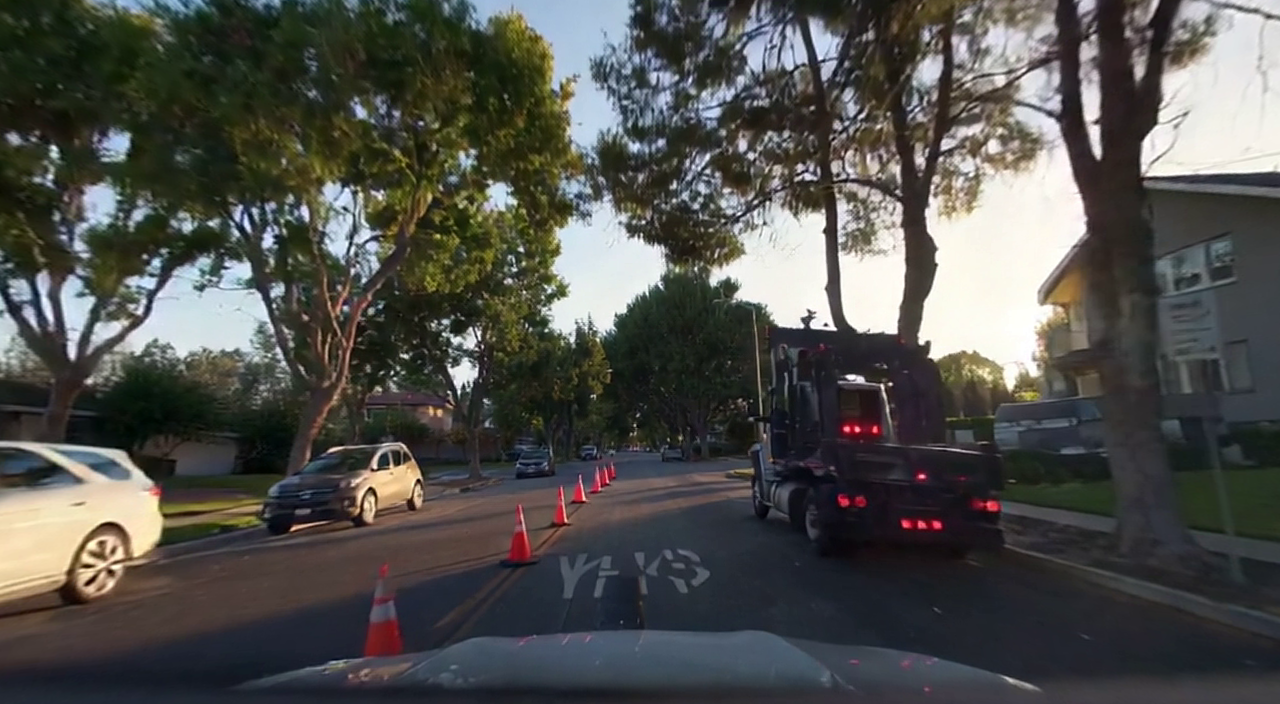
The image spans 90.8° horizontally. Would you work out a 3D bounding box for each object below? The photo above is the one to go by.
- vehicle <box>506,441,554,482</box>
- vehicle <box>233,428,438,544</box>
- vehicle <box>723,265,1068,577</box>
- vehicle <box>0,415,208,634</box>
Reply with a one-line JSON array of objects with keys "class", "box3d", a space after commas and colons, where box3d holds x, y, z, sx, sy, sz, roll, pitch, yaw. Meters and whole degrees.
[{"class": "vehicle", "box3d": [-5.739, 5.712, 33.429, 2.087, 1.835, 4.445, -2, -7, -5]}, {"class": "vehicle", "box3d": [-6.202, 2.724, 13.625, 2.210, 1.849, 4.638, -5, -8, -1]}, {"class": "vehicle", "box3d": [3.200, 1.179, 10.250, 2.750, 3.440, 6.535, 0, -8, 0]}, {"class": "vehicle", "box3d": [-6.475, 1.521, 5.297, 2.312, 1.790, 5.067, -4, -8, -2]}]
